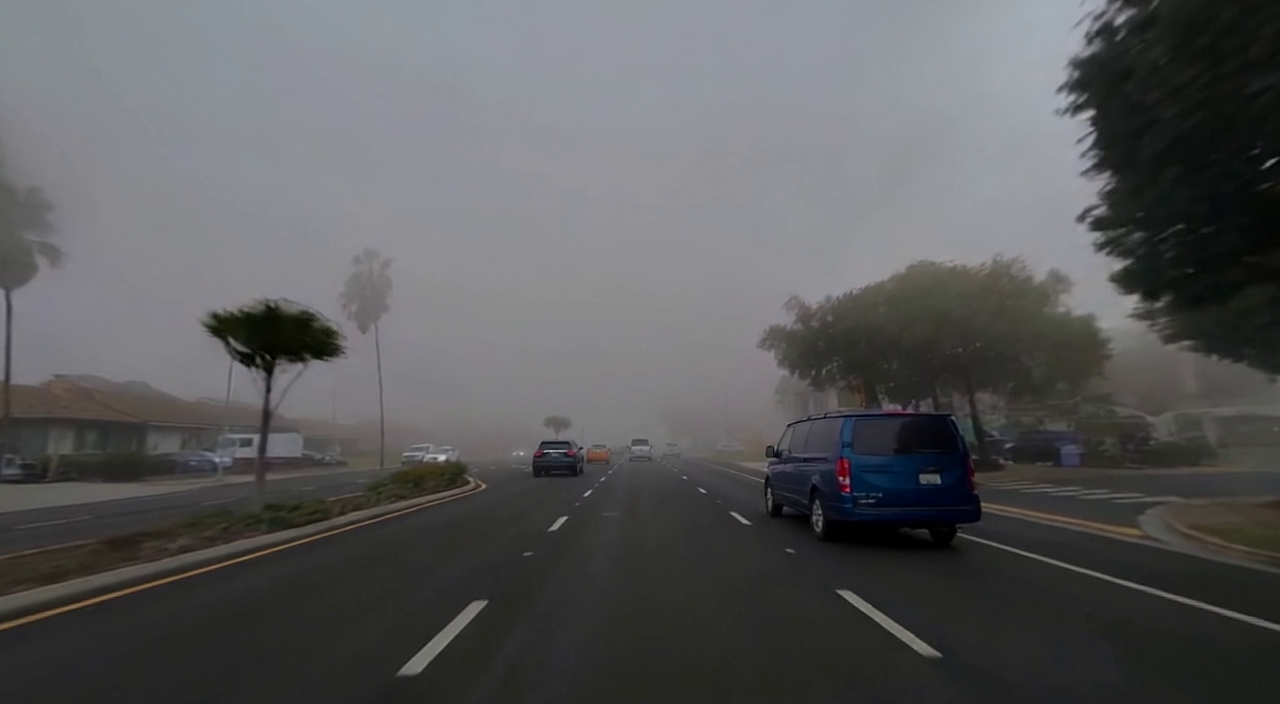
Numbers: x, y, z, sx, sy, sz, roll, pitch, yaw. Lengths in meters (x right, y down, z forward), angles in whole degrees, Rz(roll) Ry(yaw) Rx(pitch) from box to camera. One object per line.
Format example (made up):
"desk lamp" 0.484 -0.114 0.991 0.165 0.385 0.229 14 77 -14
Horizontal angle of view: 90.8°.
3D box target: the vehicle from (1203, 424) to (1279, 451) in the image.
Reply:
"vehicle" 45.959 6.476 47.682 4.658 1.924 1.898 -5 -10 30

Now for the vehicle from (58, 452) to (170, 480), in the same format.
"vehicle" -28.540 6.181 34.367 4.371 1.393 1.867 0 -8 -1

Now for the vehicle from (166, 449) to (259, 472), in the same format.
"vehicle" -29.343 7.463 43.472 4.876 1.487 1.993 1 -8 -4

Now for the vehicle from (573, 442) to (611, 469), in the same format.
"vehicle" -2.756 6.076 37.194 1.869 1.454 4.142 0 -8 0

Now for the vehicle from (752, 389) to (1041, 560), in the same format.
"vehicle" 3.334 1.734 9.610 2.234 1.912 4.847 0 -8 -1

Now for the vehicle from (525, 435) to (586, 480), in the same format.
"vehicle" -3.445 4.375 26.500 1.967 1.703 4.157 0 -8 1

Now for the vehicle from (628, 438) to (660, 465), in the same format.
"vehicle" 0.275 7.085 45.092 2.191 1.761 3.857 0 -8 0
